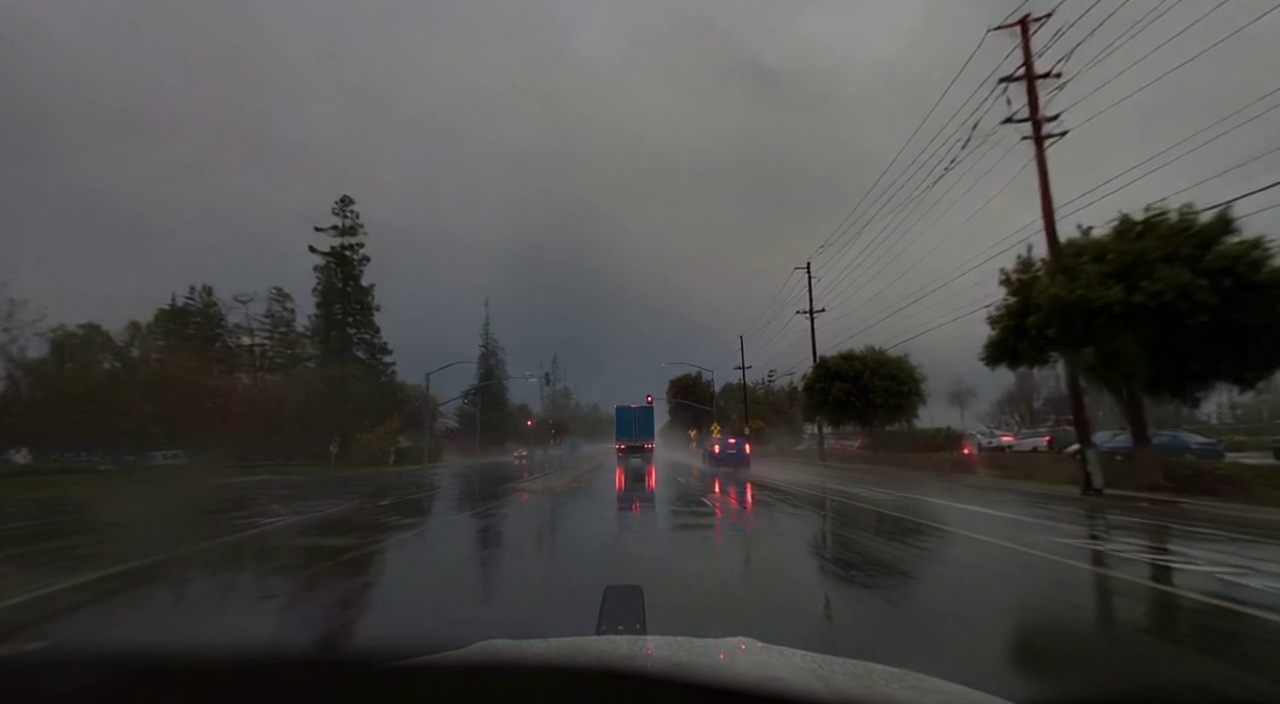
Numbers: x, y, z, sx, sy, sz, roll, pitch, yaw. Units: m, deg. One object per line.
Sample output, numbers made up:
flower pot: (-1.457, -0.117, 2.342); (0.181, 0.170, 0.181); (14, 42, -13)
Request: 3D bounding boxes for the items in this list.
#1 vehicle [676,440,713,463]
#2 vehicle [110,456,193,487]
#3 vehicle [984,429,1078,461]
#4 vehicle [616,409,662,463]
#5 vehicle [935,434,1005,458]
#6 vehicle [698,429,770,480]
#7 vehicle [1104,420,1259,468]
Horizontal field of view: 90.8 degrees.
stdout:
vehicle: (3.708, 6.924, 43.942); (2.146, 1.474, 4.564); (0, -8, 0)
vehicle: (-31.246, 7.615, 40.629); (2.099, 1.801, 4.957); (1, -9, -11)
vehicle: (20.564, 4.921, 33.469); (2.010, 1.567, 4.519); (0, -8, -1)
vehicle: (-0.044, 5.862, 43.605); (2.889, 3.347, 8.285); (0, -8, 0)
vehicle: (20.747, 5.952, 39.949); (1.887, 1.448, 4.723); (0, -8, 0)
vehicle: (3.615, 4.061, 25.284); (2.086, 1.803, 4.607); (0, -8, -1)
vehicle: (20.834, 3.582, 24.630); (1.917, 1.682, 4.575); (0, -8, -1)
